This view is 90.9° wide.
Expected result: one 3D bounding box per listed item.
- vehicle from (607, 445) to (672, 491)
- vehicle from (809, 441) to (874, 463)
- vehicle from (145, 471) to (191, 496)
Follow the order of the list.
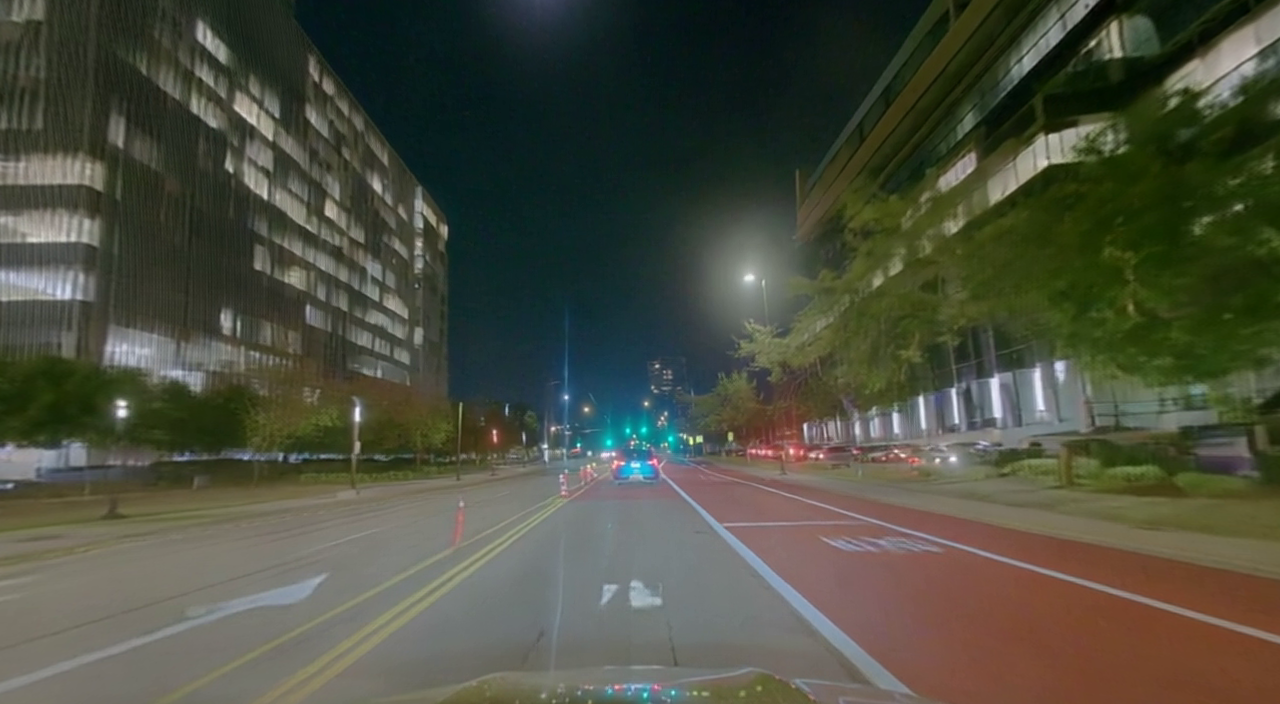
[{"bbox_3d":[-0.095,3.994,22.078,2.063,1.442,4.135,0,-9,-2],"label":"vehicle"},{"bbox_3d":[14.373,7.130,45.051,4.003,1.476,1.884,-2,-8,2],"label":"vehicle"},{"bbox_3d":[-32.458,9.019,43.282,1.970,1.476,3.940,8,-12,-42],"label":"vehicle"}]
